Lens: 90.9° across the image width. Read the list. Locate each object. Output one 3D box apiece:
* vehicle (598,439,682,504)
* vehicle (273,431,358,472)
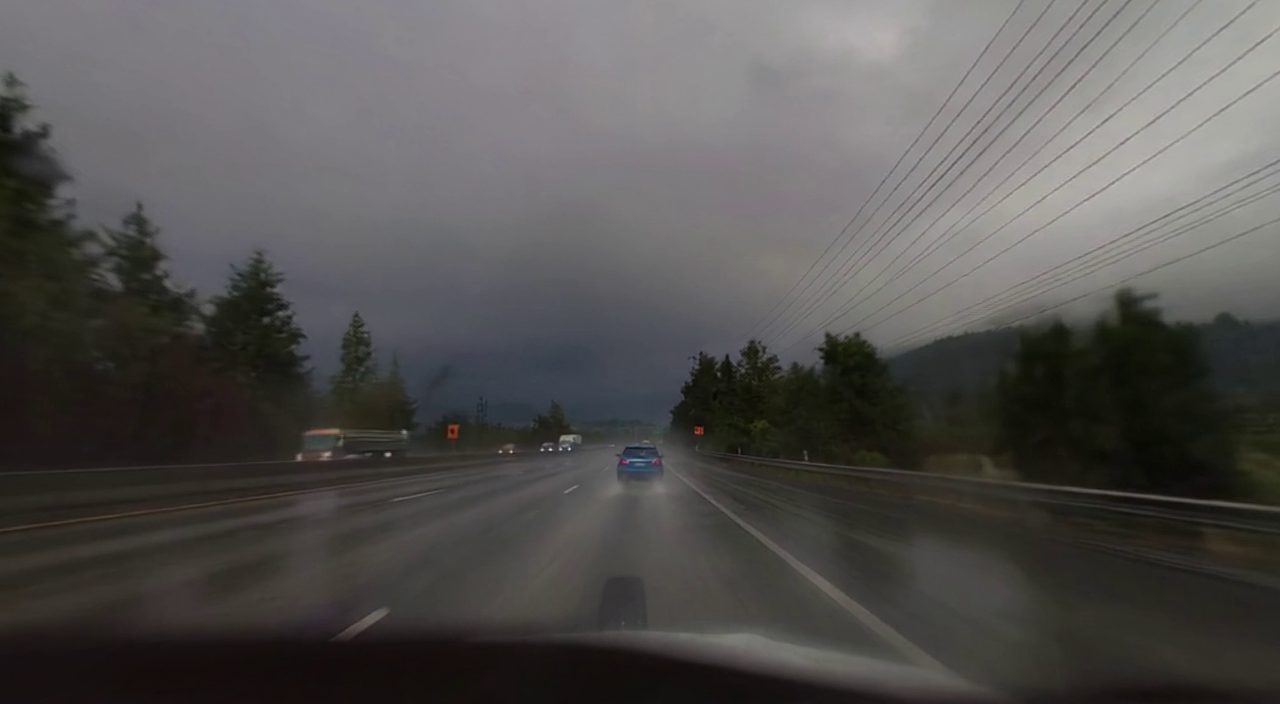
[{"bbox_3d":[-0.039,3.118,16.868,1.966,1.499,4.298,0,-9,-1],"label":"vehicle"},{"bbox_3d":[-20.080,6.212,39.371,2.171,2.310,5.769,0,-9,1],"label":"vehicle"}]
